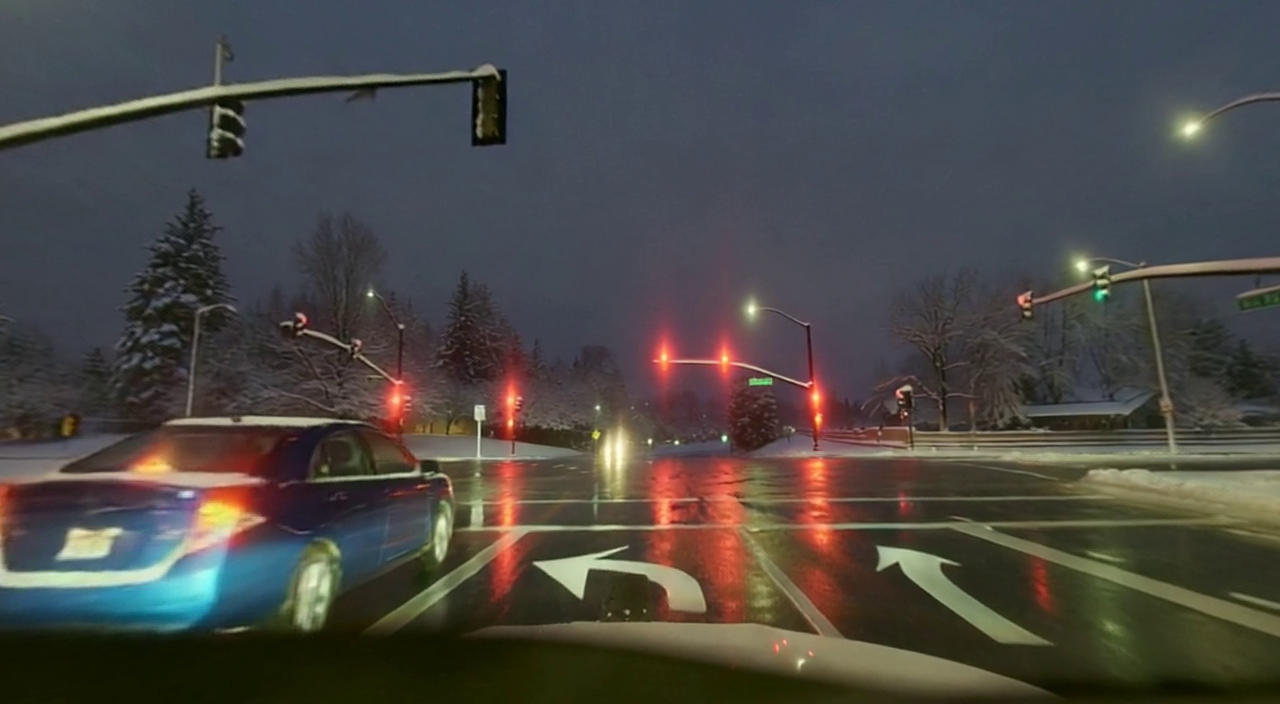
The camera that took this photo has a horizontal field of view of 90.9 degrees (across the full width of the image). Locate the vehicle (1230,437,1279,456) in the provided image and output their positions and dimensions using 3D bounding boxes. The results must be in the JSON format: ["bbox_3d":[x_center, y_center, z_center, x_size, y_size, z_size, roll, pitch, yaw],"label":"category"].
[{"bbox_3d":[48.120,7.330,48.840,1.574,1.369,3.611,-1,-7,6],"label":"vehicle"}]

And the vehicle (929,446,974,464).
[{"bbox_3d":[24.380,8.046,49.431,1.633,1.324,3.449,1,-8,-2],"label":"vehicle"}]

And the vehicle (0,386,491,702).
[{"bbox_3d":[-2.899,1.264,5.316,2.055,1.573,4.065,-1,-8,4],"label":"vehicle"}]

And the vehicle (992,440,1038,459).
[{"bbox_3d":[29.715,7.753,49.999,1.662,1.440,3.583,-1,-8,6],"label":"vehicle"}]
